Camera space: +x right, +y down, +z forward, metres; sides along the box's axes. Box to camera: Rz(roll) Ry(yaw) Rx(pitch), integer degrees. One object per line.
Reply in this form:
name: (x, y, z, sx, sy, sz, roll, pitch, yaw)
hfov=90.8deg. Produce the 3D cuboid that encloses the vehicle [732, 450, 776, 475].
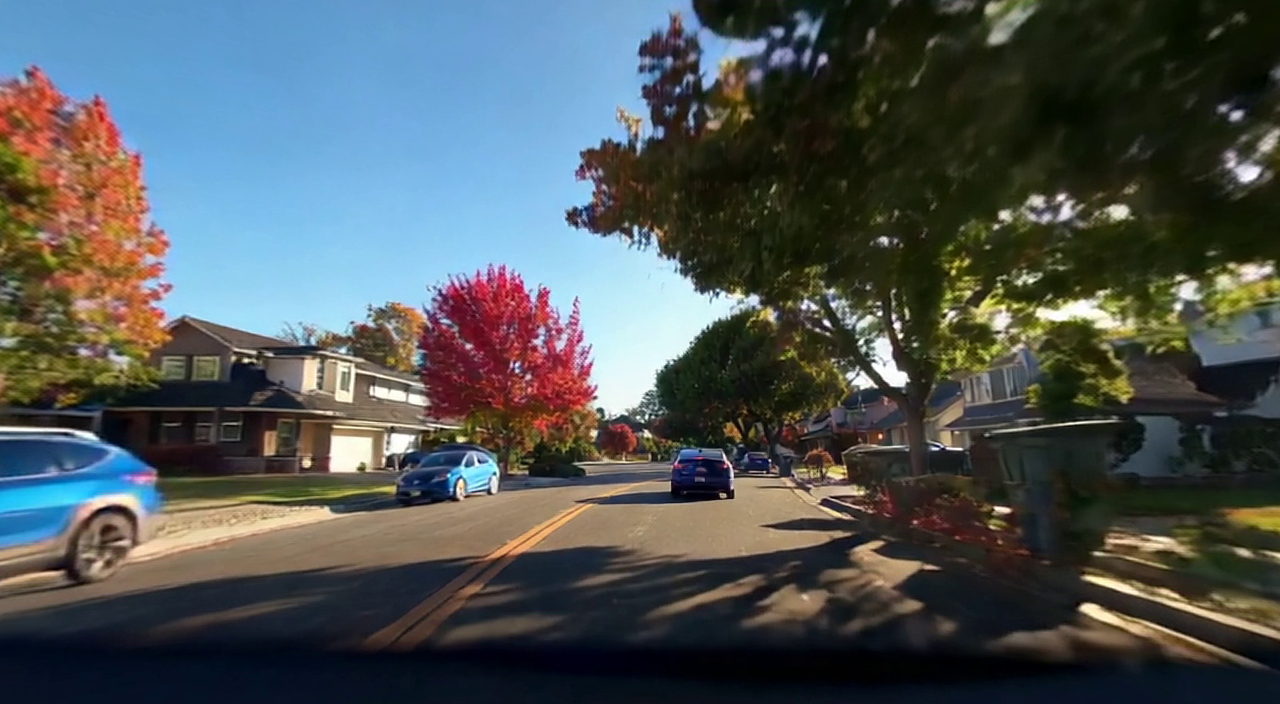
vehicle: (7.304, 7.130, 40.984, 2.089, 1.462, 4.529, 0, -8, 1)

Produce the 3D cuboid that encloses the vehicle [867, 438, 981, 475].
vehicle: (13.845, 5.096, 30.989, 4.524, 1.587, 2.064, -2, -7, 0)

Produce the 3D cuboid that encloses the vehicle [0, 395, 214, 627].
vehicle: (-6.303, 1.372, 5.316, 2.235, 1.851, 4.662, -3, -9, -1)

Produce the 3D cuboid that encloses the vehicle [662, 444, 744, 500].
vehicle: (1.881, 3.563, 19.238, 2.192, 1.474, 4.192, -1, -8, 5)

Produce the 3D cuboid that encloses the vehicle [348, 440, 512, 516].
vehicle: (-5.577, 3.388, 17.712, 2.641, 1.747, 4.738, -2, -8, 5)
